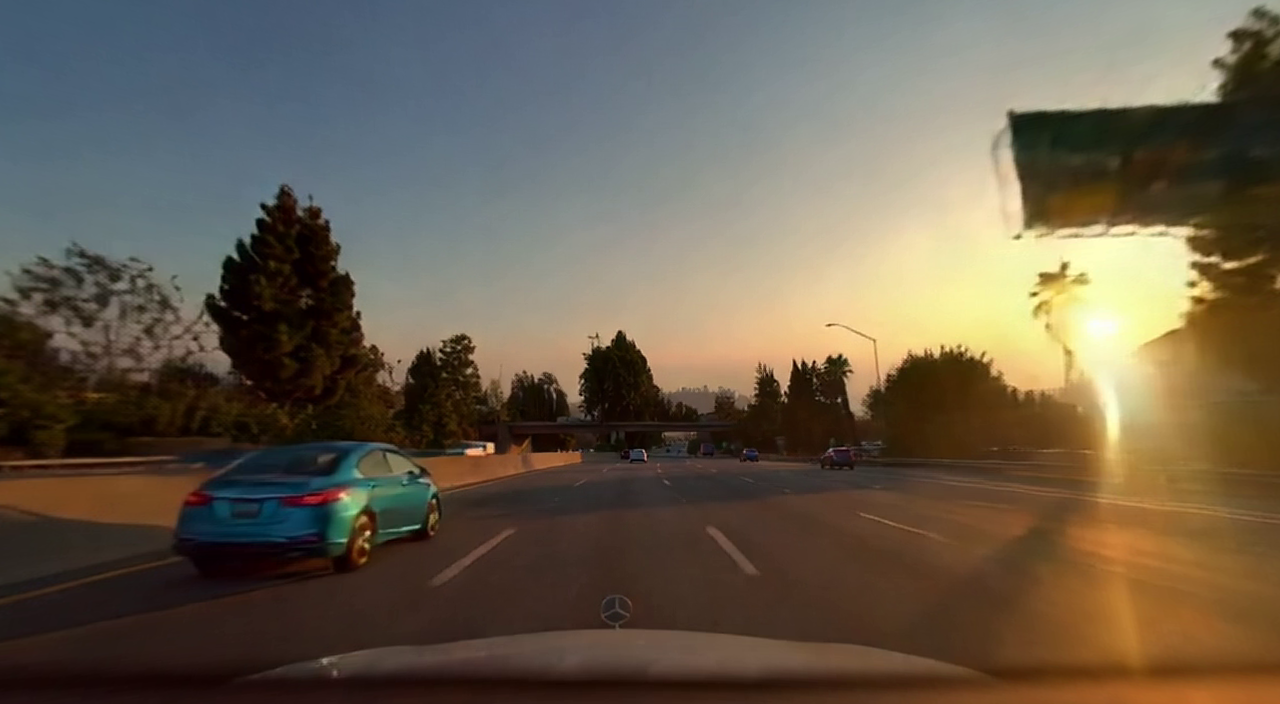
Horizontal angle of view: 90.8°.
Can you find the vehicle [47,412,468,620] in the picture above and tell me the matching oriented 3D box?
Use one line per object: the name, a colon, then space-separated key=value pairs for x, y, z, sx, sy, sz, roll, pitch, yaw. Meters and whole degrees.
vehicle: x=-3.647 y=1.640 z=7.356 sx=1.996 sy=1.617 sz=4.637 roll=0 pitch=-9 yaw=0
